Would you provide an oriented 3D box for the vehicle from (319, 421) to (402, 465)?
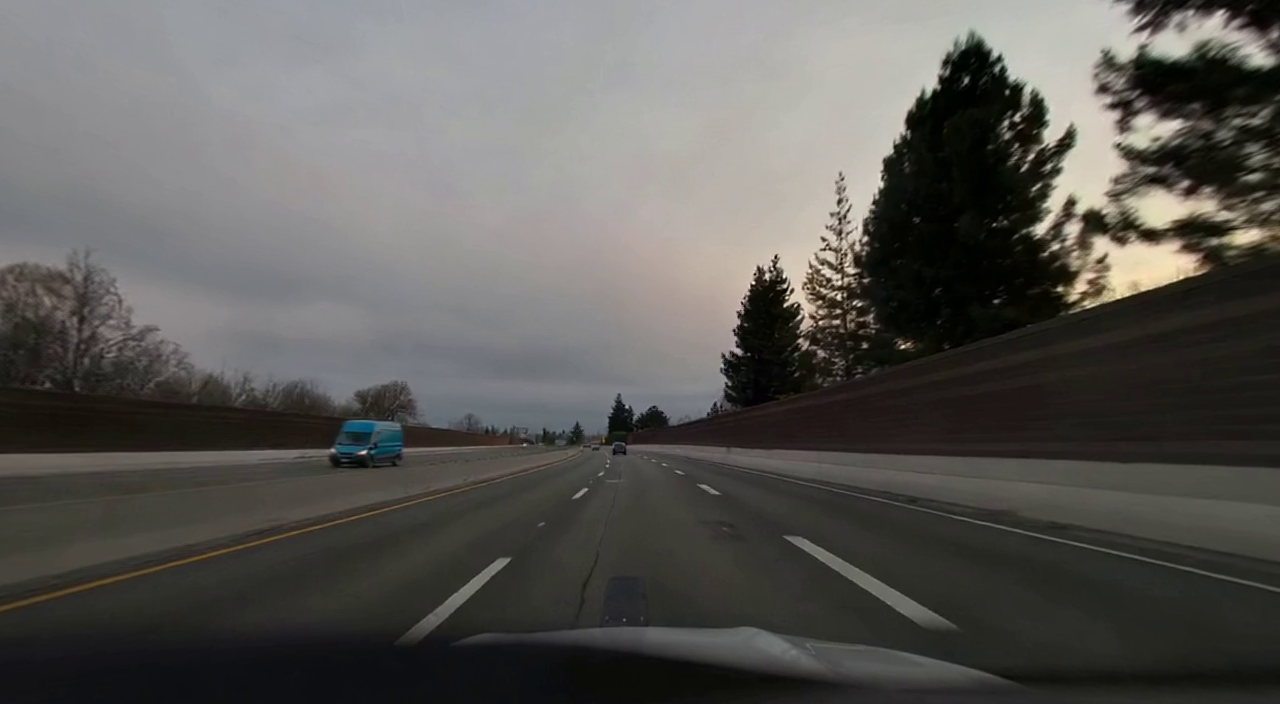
[{"bbox_3d":[-16.287,5.390,36.959,2.276,2.354,5.753,0,-9,-1],"label":"vehicle"}]
